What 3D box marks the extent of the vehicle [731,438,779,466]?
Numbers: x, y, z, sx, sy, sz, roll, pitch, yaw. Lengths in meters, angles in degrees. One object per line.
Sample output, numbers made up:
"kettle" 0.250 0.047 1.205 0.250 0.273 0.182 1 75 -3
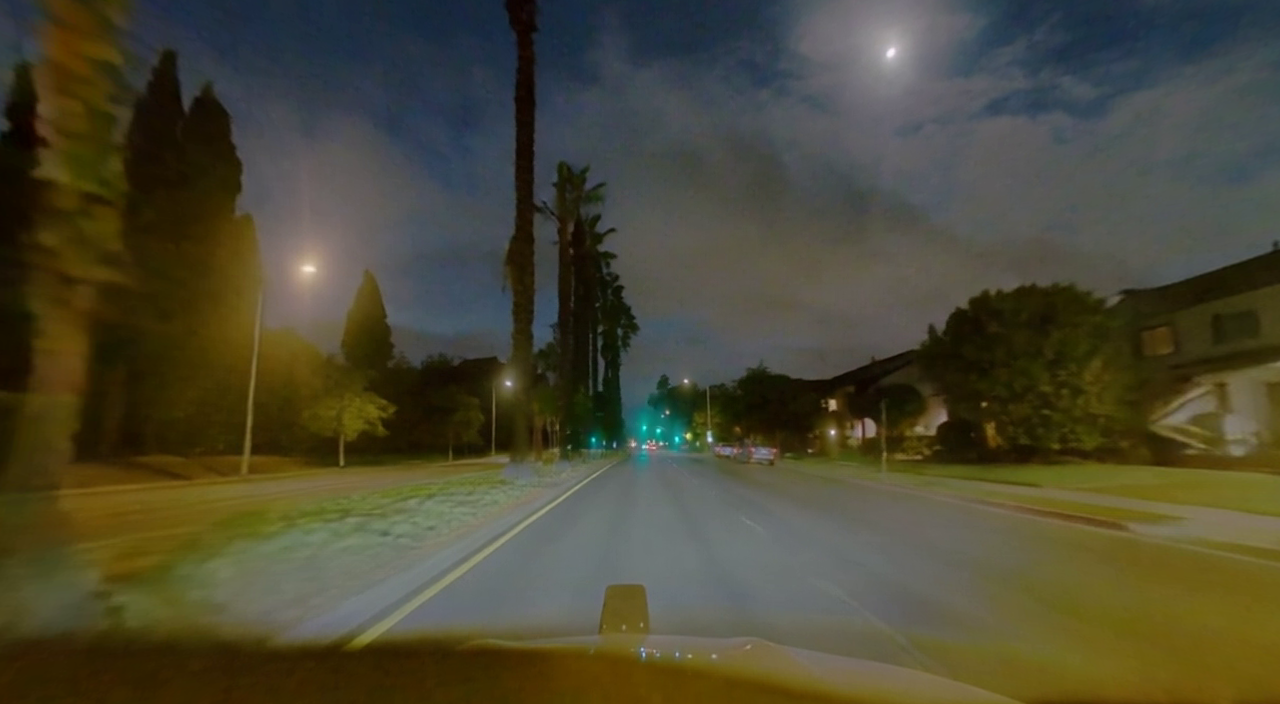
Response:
"vehicle" 7.181 6.281 39.862 2.126 1.639 4.539 0 -8 0
